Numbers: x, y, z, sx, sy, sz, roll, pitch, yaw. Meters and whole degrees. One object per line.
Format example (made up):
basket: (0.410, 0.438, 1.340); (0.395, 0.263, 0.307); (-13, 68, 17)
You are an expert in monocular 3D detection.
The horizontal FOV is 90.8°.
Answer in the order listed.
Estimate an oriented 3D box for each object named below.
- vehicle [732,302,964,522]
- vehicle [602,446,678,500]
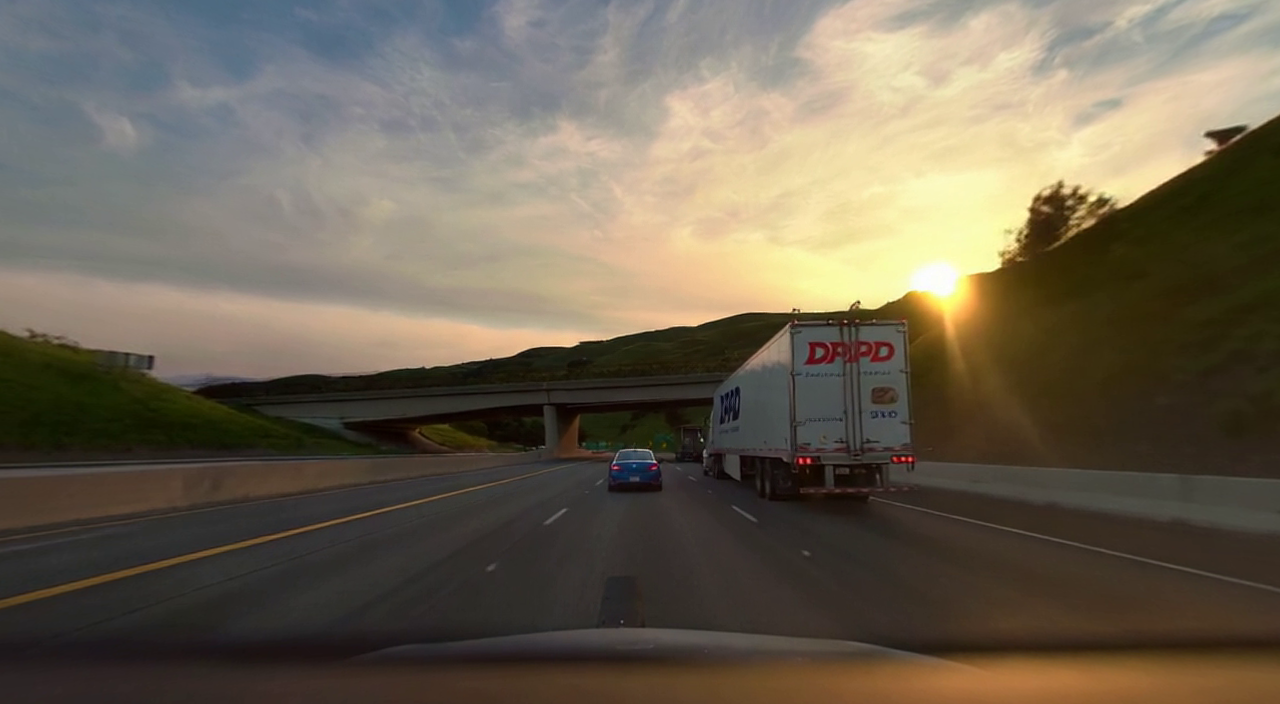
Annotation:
vehicle: (4.307, 1.680, 15.498); (2.802, 3.956, 8.291); (0, -9, 0)
vehicle: (0.001, 3.553, 18.903); (2.029, 1.437, 3.794); (0, -9, 0)
